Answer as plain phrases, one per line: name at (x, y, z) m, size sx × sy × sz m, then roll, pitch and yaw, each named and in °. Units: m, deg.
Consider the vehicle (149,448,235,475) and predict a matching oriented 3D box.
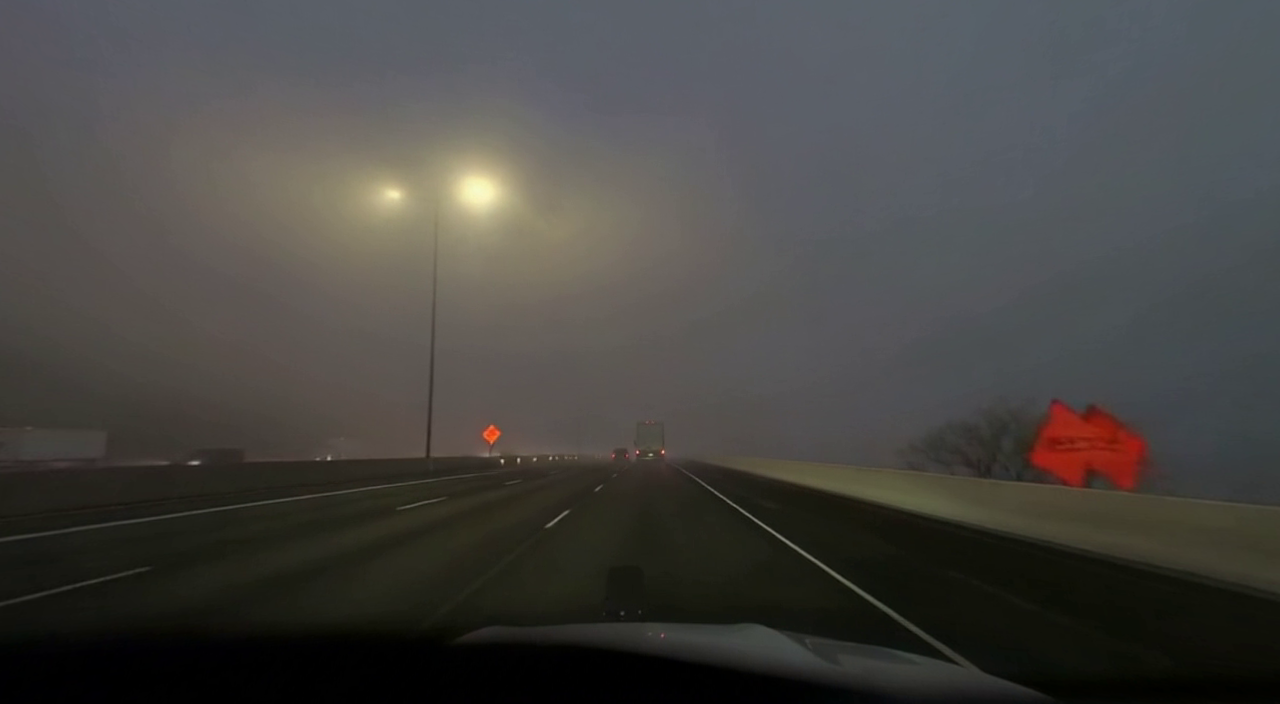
vehicle at (-26.469, 6.446, 37.414) m, size 1.859 × 1.484 × 4.516 m, roll 0°, pitch -9°, yaw -1°
